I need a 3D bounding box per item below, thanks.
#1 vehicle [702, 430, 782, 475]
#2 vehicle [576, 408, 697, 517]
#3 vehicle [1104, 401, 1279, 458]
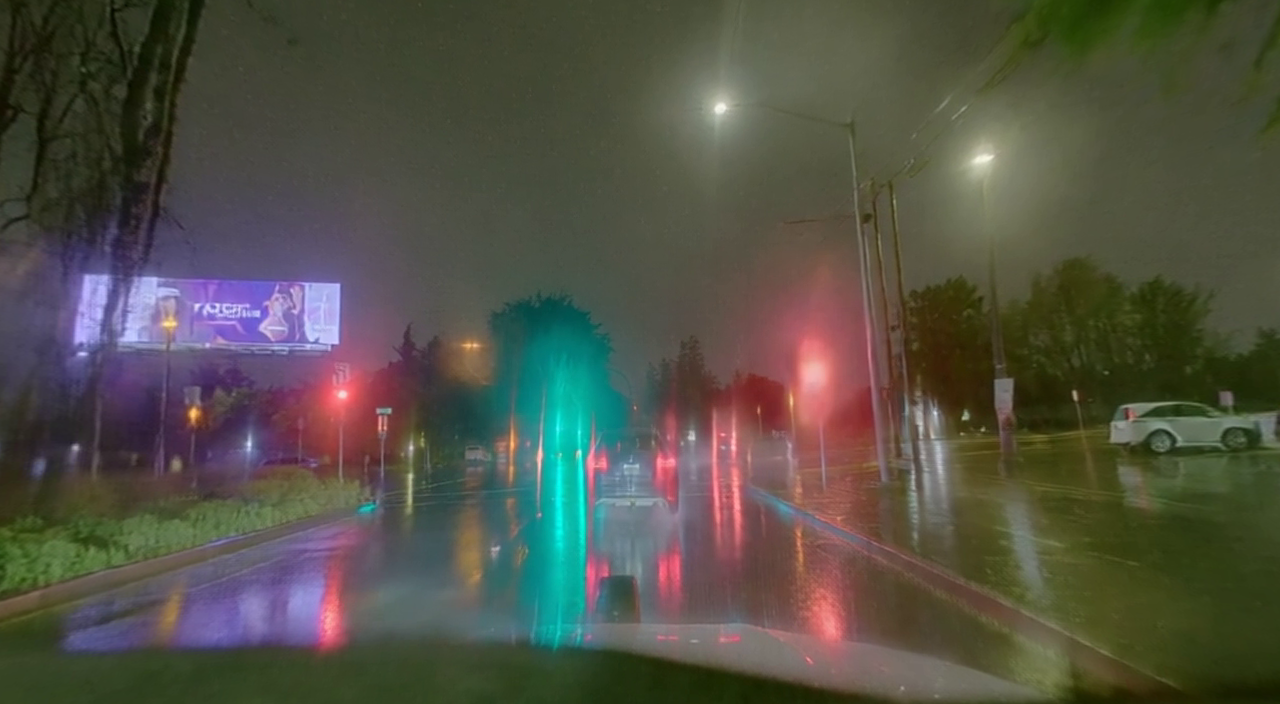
[{"bbox_3d":[3.977,3.835,24.241,1.716,1.602,3.403,-6,-10,33],"label":"vehicle"},{"bbox_3d":[-0.130,2.241,13.152,2.142,1.904,3.816,0,-8,-2],"label":"vehicle"},{"bbox_3d":[15.735,2.214,17.752,3.750,1.502,1.781,-2,-8,13],"label":"vehicle"}]
